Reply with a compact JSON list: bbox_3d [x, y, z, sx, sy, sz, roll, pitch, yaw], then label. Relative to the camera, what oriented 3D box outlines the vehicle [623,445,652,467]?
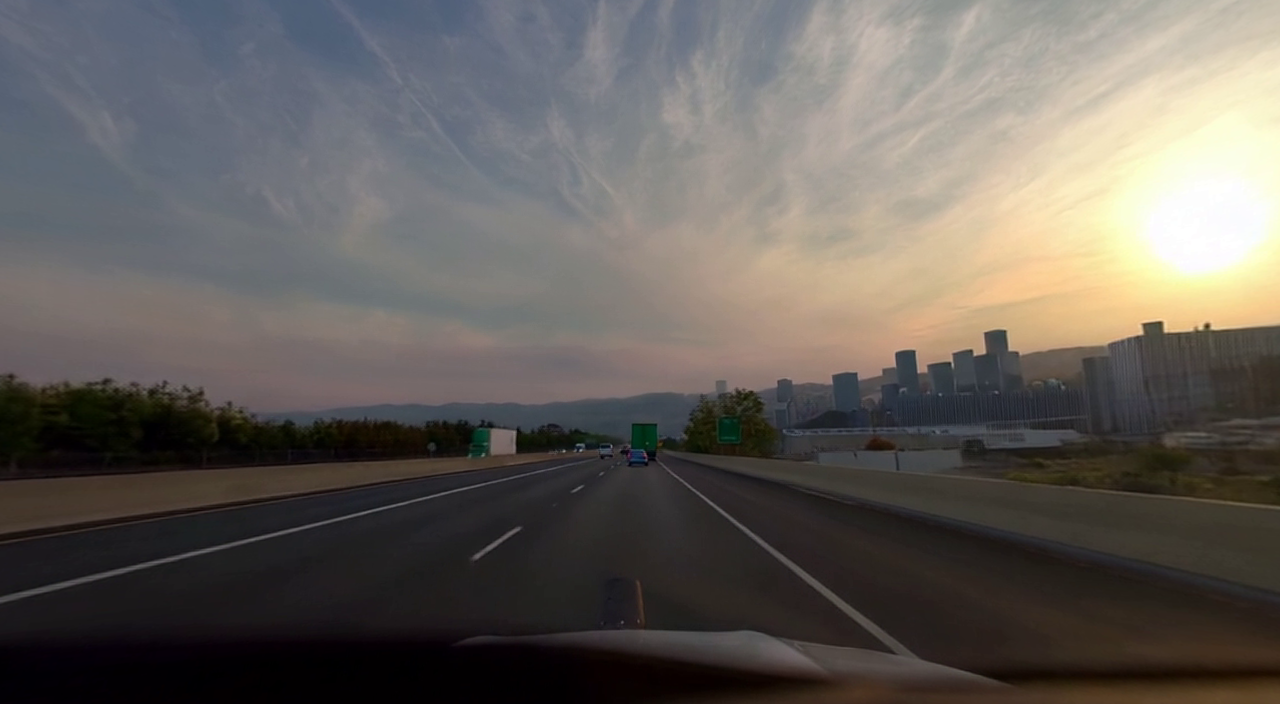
[{"bbox_3d":[-0.162,7.857,47.642,2.094,1.559,3.945,0,-9,0],"label":"vehicle"}]
